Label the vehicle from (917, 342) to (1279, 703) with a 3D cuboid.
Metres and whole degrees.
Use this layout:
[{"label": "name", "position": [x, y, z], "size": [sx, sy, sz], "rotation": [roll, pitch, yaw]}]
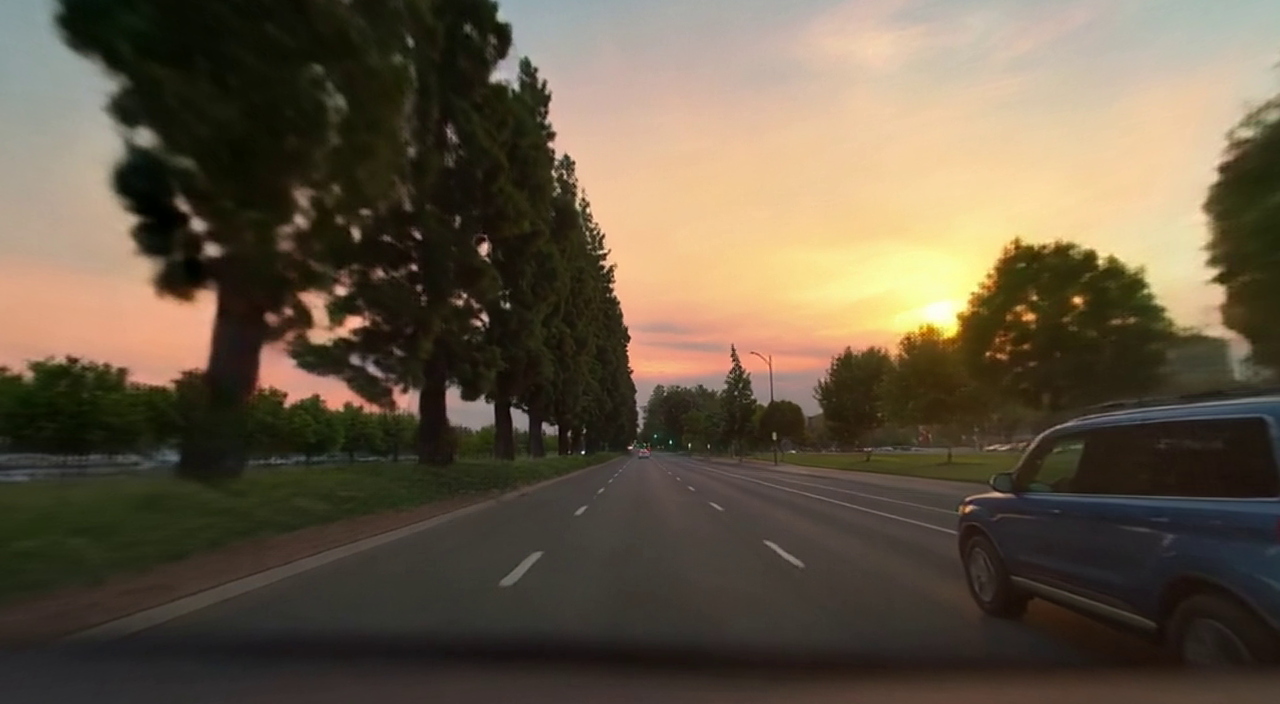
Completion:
[{"label": "vehicle", "position": [3.665, 0.968, 3.351], "size": [2.087, 1.759, 5.040], "rotation": [0, -9, 0]}]
